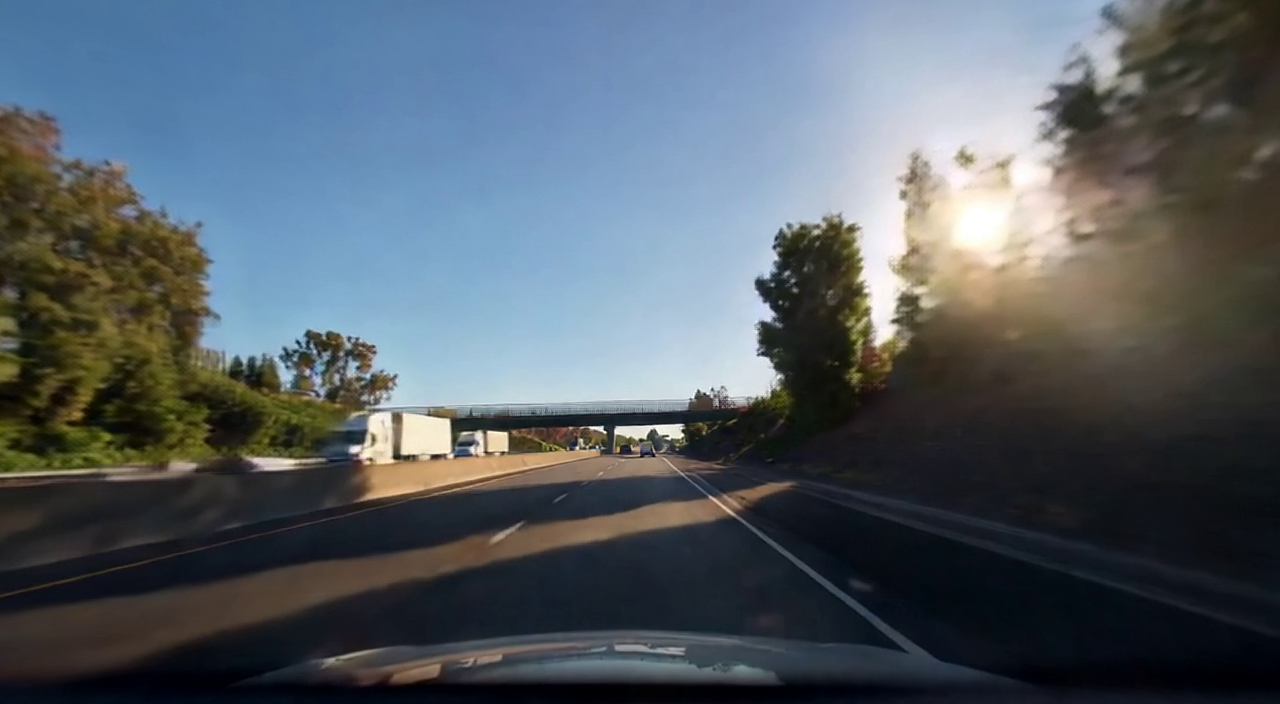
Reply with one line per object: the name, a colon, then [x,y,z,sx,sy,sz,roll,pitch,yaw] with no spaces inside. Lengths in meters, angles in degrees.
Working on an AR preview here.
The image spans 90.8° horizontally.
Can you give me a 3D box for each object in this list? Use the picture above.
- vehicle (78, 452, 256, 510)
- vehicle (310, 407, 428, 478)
vehicle: [-13.803,3.737,18.814,1.864,1.489,4.284,0,-9,2]
vehicle: [-17.174,5.943,41.173,2.933,4.014,10.307,0,-9,1]
